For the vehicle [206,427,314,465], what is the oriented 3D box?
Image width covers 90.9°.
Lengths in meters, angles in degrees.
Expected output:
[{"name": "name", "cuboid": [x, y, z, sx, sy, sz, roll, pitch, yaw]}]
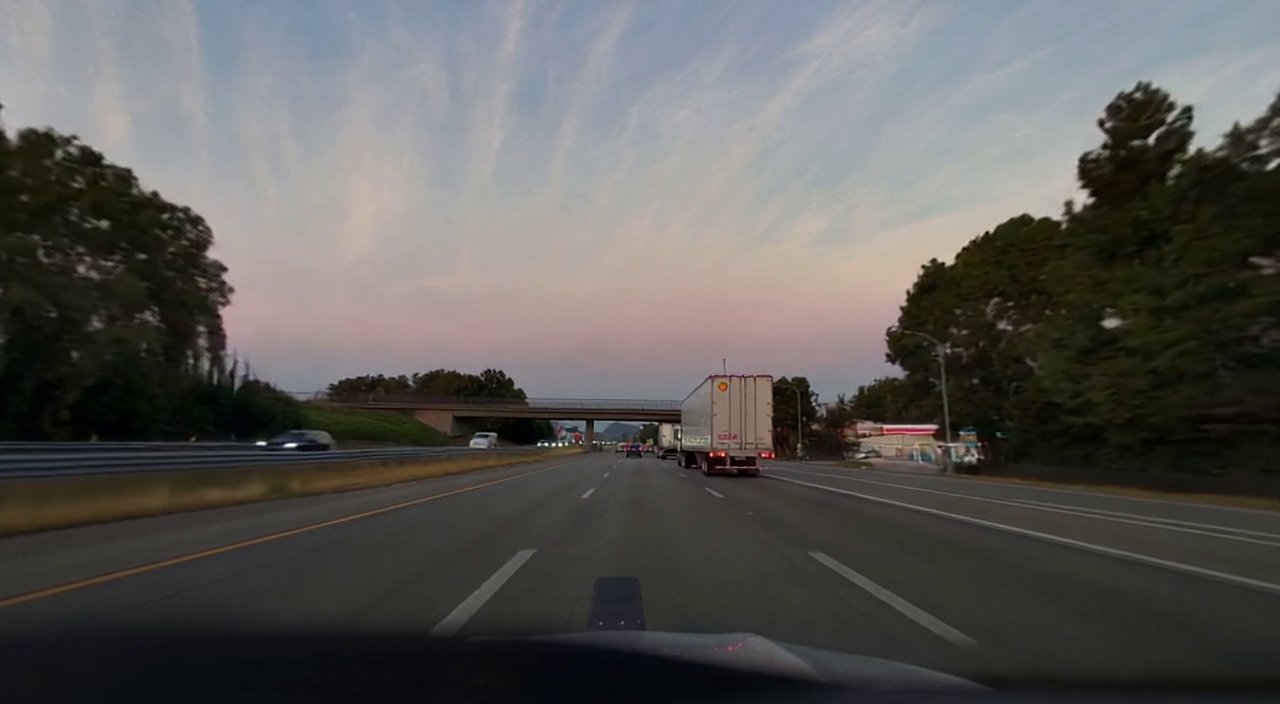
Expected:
[{"name": "vehicle", "cuboid": [-16.088, 4.018, 26.994, 1.842, 1.493, 4.429, 0, -9, 0]}]

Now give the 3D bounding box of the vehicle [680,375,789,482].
[{"name": "vehicle", "cuboid": [3.972, 3.885, 30.603, 2.922, 3.987, 14.038, 0, -9, -1]}]
